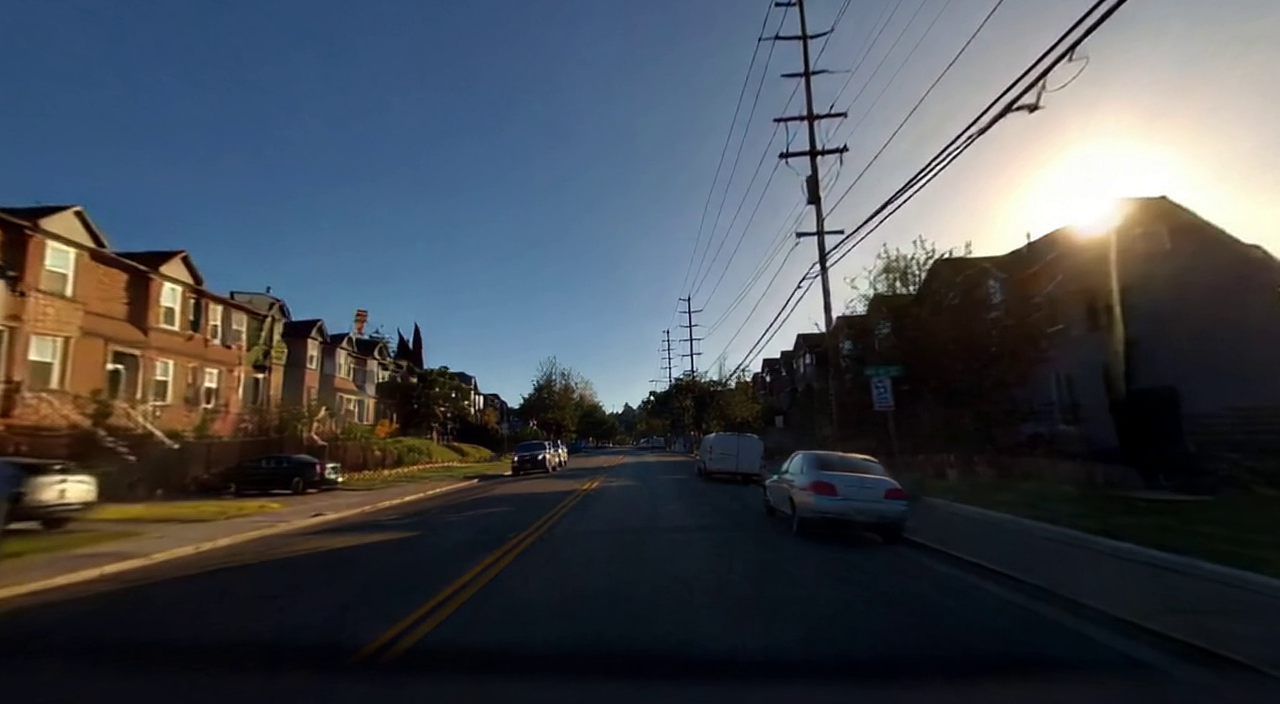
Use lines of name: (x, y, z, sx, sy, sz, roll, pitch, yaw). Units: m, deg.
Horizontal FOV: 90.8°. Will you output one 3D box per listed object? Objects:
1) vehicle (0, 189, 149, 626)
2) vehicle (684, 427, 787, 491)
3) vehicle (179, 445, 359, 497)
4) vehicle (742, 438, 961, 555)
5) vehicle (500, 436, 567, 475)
vehicle: (-6.376, 0.170, 2.034, 3.197, 3.187, 7.847, -3, -6, 2)
vehicle: (3.059, 3.649, 21.924, 2.496, 1.895, 6.434, 0, -9, -1)
vehicle: (-11.473, 3.673, 19.773, 4.399, 1.517, 1.957, 0, -9, 1)
vehicle: (3.071, 2.201, 10.487, 1.890, 1.463, 4.952, 0, -9, 0)
vehicle: (-5.806, 5.753, 35.259, 2.427, 1.998, 5.239, -1, -9, 4)
